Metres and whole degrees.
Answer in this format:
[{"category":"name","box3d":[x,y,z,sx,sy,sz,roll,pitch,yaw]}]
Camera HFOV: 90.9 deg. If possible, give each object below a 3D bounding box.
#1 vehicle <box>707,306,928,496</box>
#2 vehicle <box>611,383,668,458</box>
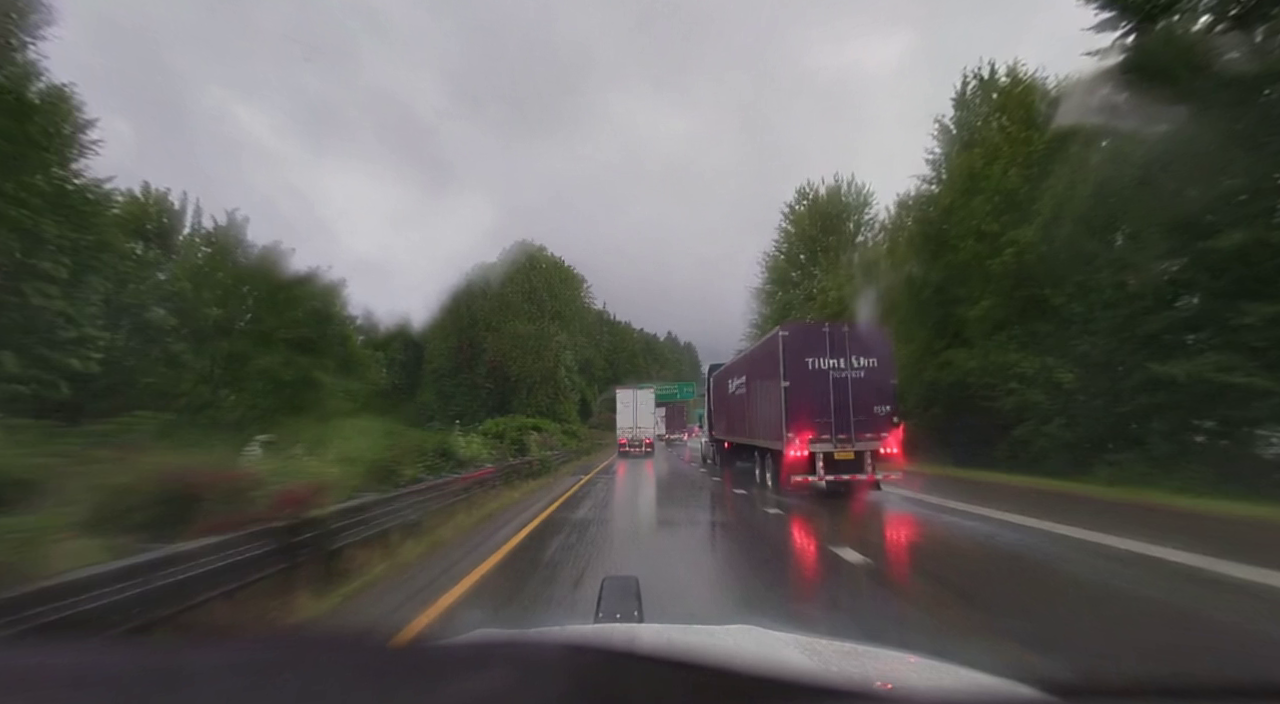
[{"category":"vehicle","box3d":[4.615,1.991,20.976,2.856,4.145,14.500,0,-8,-1]},{"category":"vehicle","box3d":[-0.114,4.227,37.908,2.958,3.917,10.196,0,-8,-1]}]
